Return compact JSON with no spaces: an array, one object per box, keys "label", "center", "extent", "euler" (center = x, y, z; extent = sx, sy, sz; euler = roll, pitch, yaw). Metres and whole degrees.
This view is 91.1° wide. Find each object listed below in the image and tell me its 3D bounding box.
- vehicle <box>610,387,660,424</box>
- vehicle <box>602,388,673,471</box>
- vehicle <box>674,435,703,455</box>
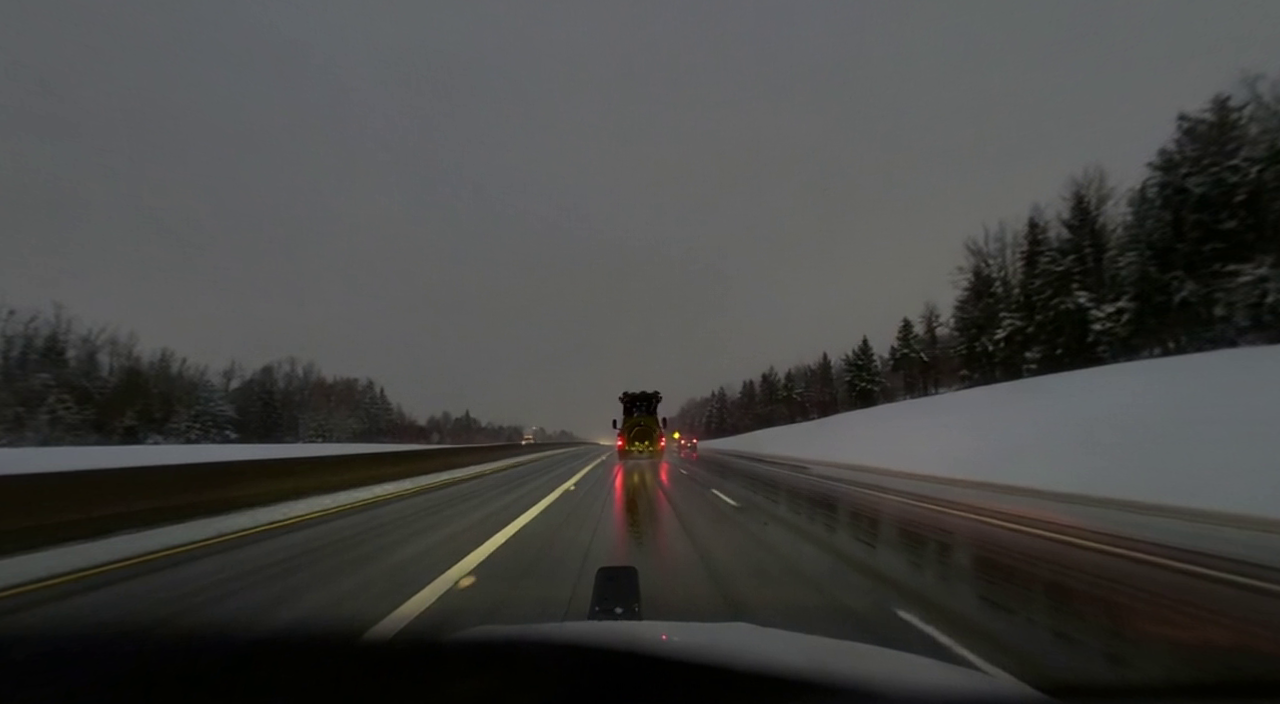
[{"label":"vehicle","center":[-0.204,2.505,28.730],"extent":[2.112,1.472,4.240],"euler":[0,-8,0]},{"label":"vehicle","center":[-0.304,4.060,32.976],"extent":[2.953,3.406,13.372],"euler":[1,-7,-2]},{"label":"vehicle","center":[3.775,7.308,49.639],"extent":[1.910,1.492,4.324],"euler":[0,-8,0]}]
